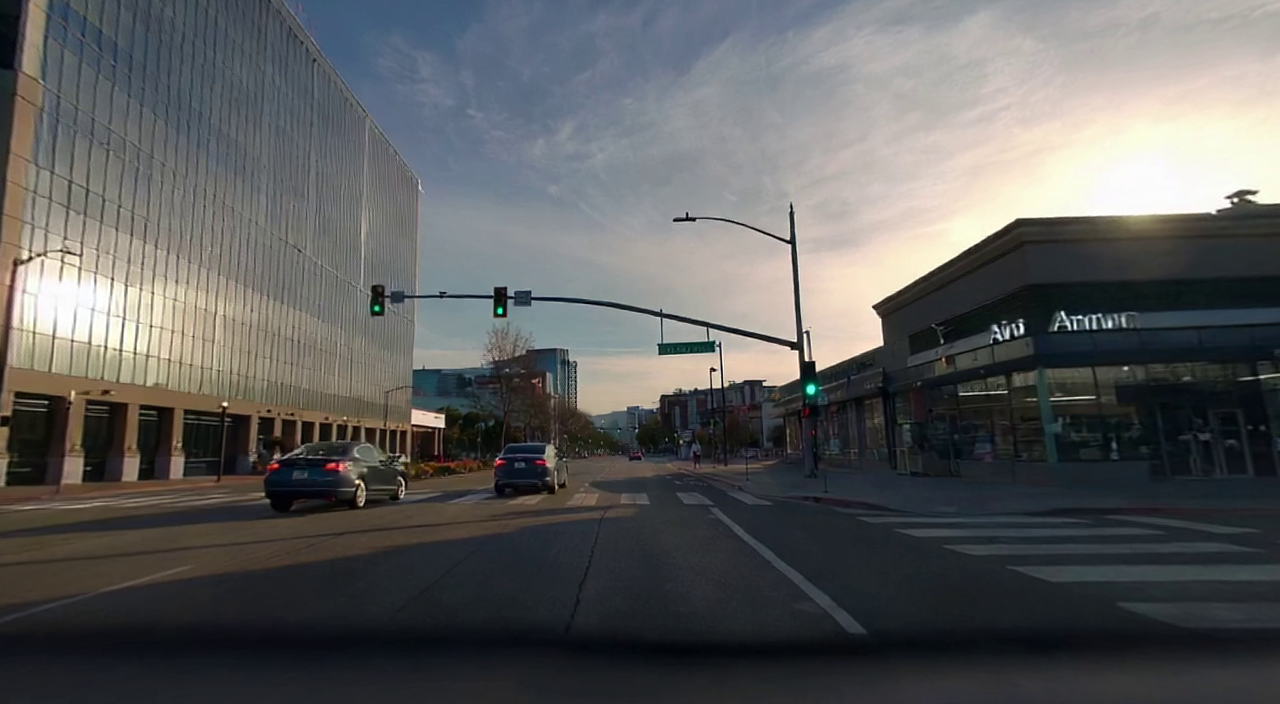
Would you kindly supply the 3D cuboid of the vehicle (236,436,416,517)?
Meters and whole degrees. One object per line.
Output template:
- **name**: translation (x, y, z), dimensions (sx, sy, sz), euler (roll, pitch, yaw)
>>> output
- **vehicle**: translation (-7.129, 2.835, 15.019), dimensions (1.909, 1.605, 4.561), euler (0, -8, 0)

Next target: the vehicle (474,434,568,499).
- **vehicle**: translation (-3.418, 3.369, 19.005), dimensions (2.052, 1.729, 4.195), euler (0, -8, -1)
